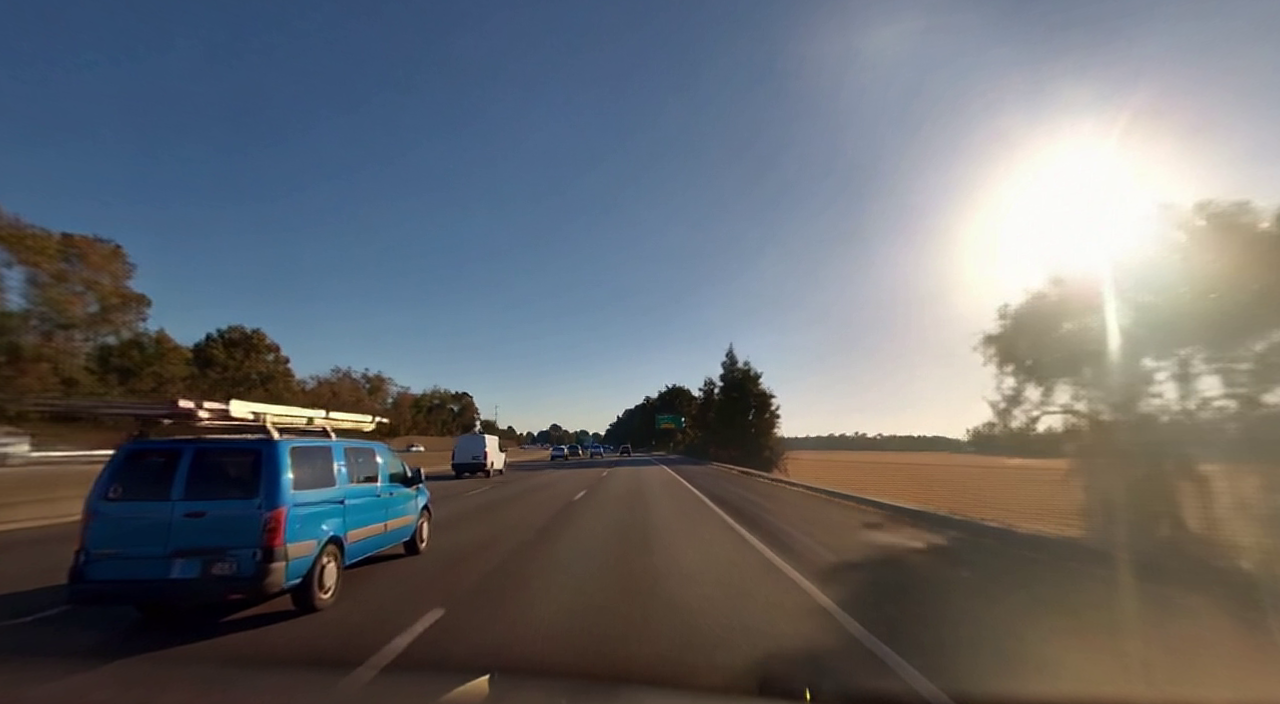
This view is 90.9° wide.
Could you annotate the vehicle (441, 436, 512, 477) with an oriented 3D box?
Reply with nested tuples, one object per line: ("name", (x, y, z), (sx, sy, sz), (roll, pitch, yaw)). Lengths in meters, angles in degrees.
("vehicle", (-7.561, 4.888, 29.704), (2.093, 1.752, 4.771), (0, -9, 0))

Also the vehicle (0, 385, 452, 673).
("vehicle", (-3.624, 1.401, 6.194), (2.040, 1.679, 4.865), (0, -9, 0))
